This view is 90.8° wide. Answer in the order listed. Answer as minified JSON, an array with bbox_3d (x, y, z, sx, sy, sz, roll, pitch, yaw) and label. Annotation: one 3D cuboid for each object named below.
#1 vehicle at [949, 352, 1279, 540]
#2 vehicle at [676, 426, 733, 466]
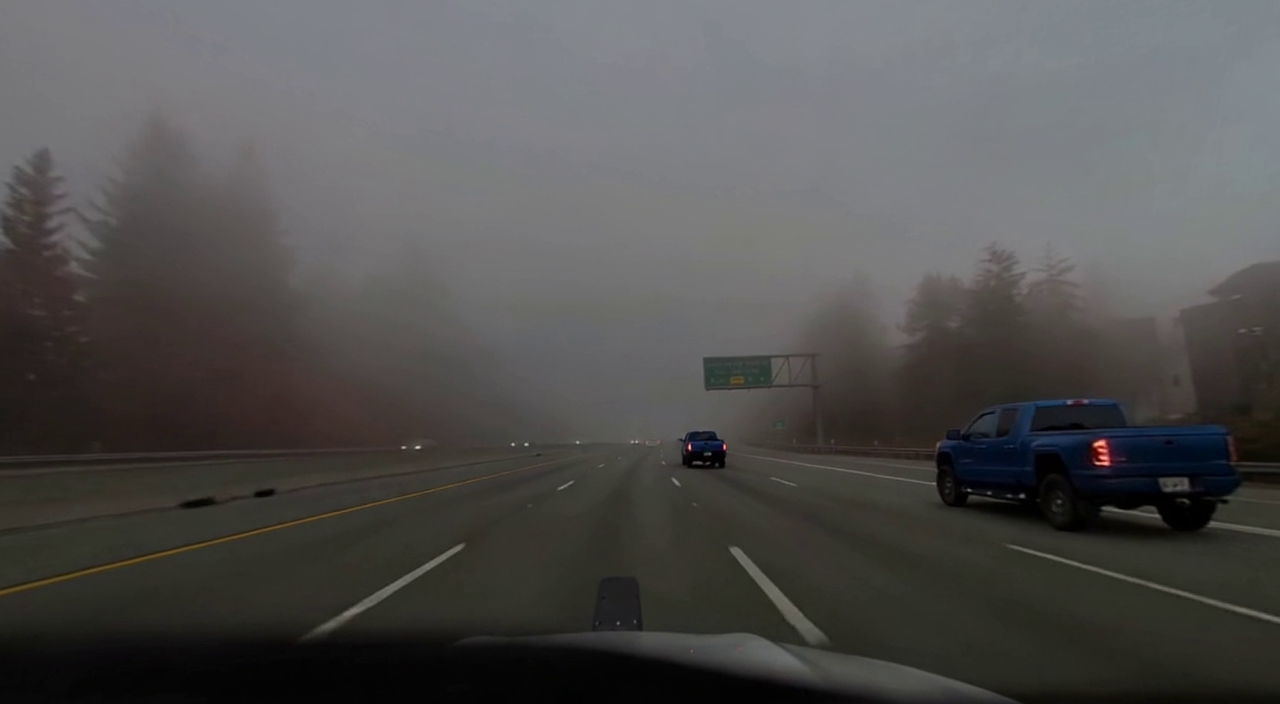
[{"bbox_3d":[7.579,1.518,10.389,2.158,2.268,5.396,0,-9,0],"label":"vehicle"},{"bbox_3d":[3.383,5.102,34.202,2.462,1.984,4.718,0,-8,-1],"label":"vehicle"}]
